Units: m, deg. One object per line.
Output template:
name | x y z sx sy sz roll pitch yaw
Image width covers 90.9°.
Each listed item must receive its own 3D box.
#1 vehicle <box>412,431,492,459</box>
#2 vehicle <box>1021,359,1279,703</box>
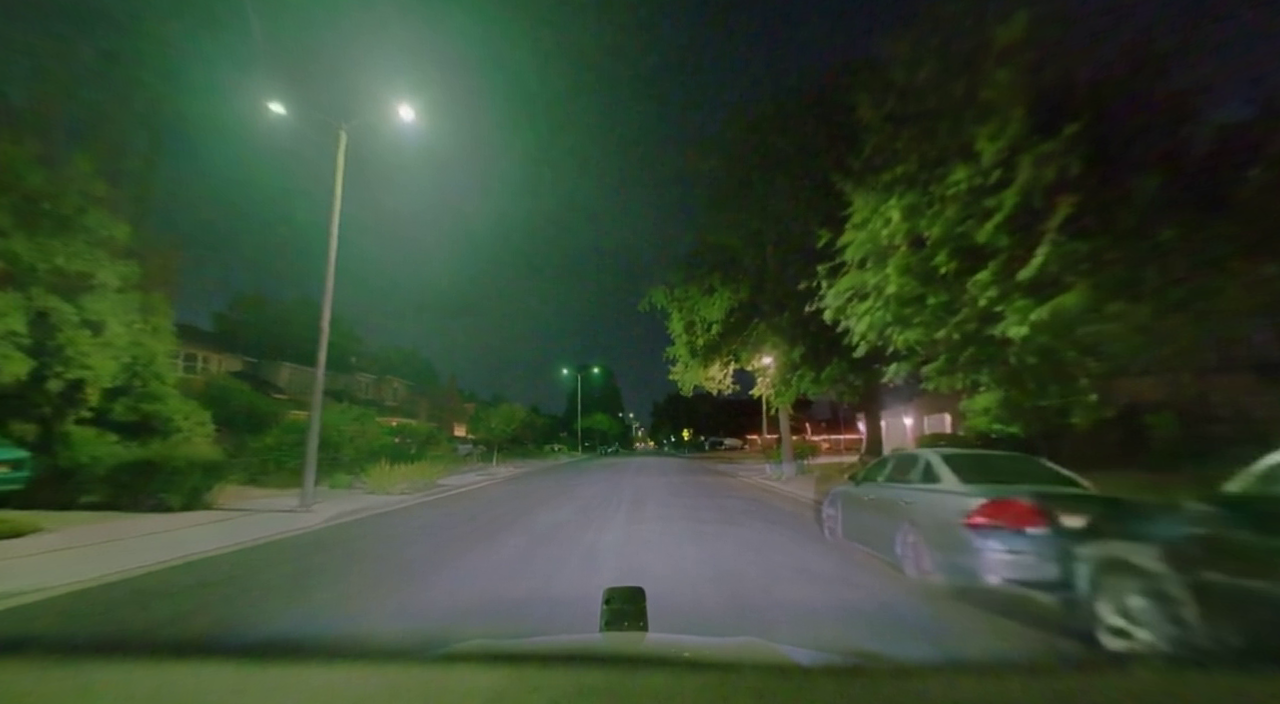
vehicle | -13.037 6.490 44.010 4.796 1.864 2.328 -1 -8 2
vehicle | 3.476 0.799 1.647 2.046 1.760 4.570 0 -8 0
